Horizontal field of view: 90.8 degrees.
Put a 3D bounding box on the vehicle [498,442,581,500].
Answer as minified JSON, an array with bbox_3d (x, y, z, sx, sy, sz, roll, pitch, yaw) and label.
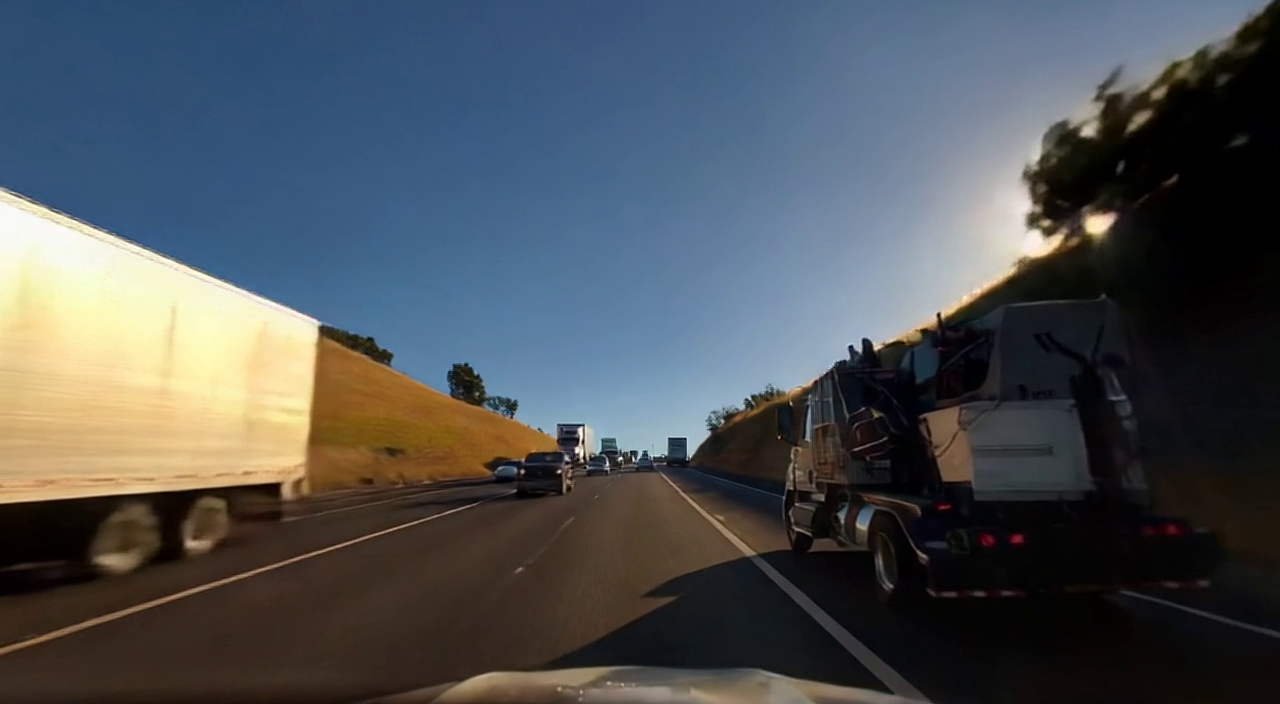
[{"bbox_3d":[-3.194,3.859,20.880,2.008,1.671,4.126,0,-9,1],"label":"vehicle"}]

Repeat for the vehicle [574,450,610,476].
[{"bbox_3d":[-3.077,7.173,40.910,2.005,1.598,3.684,0,-9,1],"label":"vehicle"}]

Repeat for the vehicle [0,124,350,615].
[{"bbox_3d":[-6.783,0.028,4.477,2.849,4.061,13.858,0,-9,0],"label":"vehicle"}]

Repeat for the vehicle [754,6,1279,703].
[{"bbox_3d":[3.215,0.369,6.354,2.959,3.973,5.928,0,-9,0],"label":"vehicle"}]
